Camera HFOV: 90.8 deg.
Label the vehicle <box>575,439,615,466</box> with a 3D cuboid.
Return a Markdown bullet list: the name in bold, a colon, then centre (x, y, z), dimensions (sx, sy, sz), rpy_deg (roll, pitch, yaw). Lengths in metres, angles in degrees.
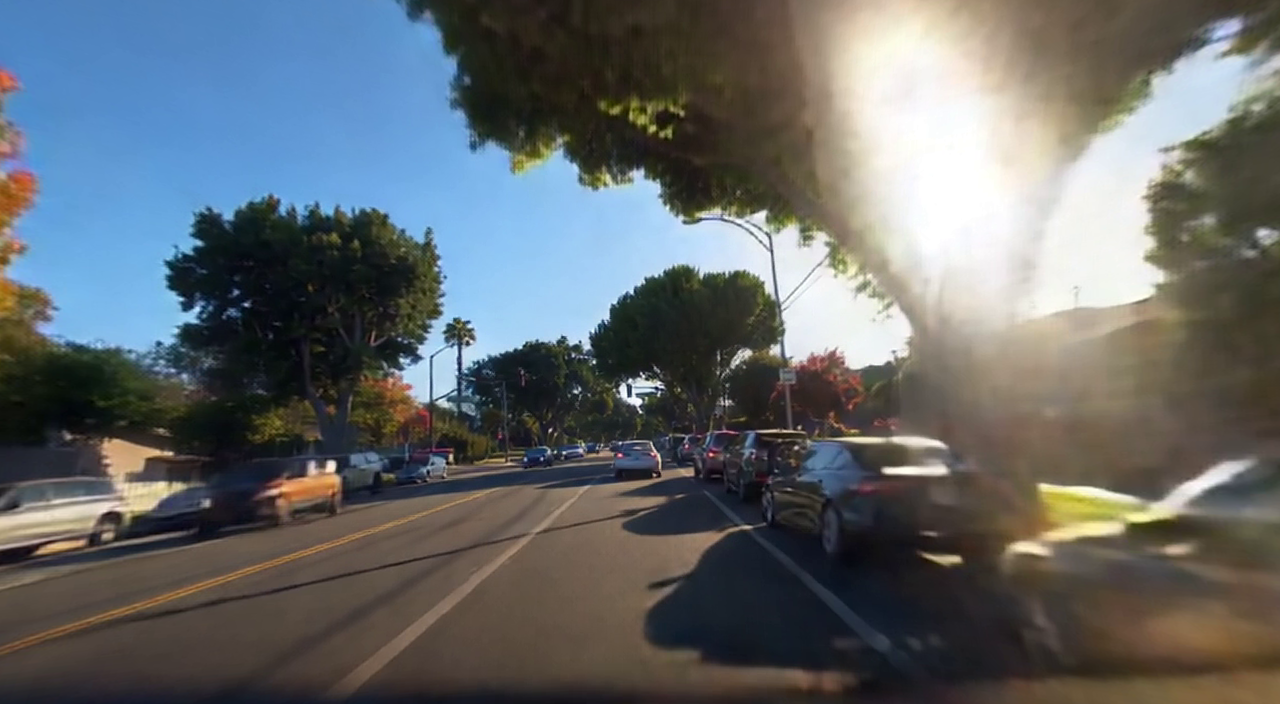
- **vehicle**: centre (-2.737, 6.214, 39.211), dimensions (2.117, 1.528, 4.277), rpy_deg (0, -8, 1)

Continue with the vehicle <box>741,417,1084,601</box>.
- **vehicle**: centre (2.637, 1.642, 7.612), dimensions (2.030, 1.505, 4.626), rpy_deg (0, -8, 0)

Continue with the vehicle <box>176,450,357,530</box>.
- **vehicle**: centre (-9.017, 3.316, 15.771), dimensions (1.918, 1.648, 4.163), rpy_deg (0, -8, 0)

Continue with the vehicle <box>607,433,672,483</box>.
- **vehicle**: centre (-0.013, 3.682, 22.233), dimensions (2.041, 1.575, 4.304), rpy_deg (0, -8, 0)

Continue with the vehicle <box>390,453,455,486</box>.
- **vehicle**: centre (-12.076, 6.543, 35.417), dimensions (2.070, 1.610, 4.356), rpy_deg (0, -8, 1)

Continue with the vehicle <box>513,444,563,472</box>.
- **vehicle**: centre (-5.803, 6.086, 36.451), dimensions (1.987, 1.478, 4.693), rpy_deg (0, -8, 1)

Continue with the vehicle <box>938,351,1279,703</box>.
- **vehicle**: centre (2.656, 0.701, 1.060), dimensions (2.079, 1.552, 4.642), rpy_deg (0, -8, 1)

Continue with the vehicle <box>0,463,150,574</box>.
- **vehicle**: centre (-12.194, 3.169, 11.843), dimensions (1.979, 1.815, 5.139), rpy_deg (-6, -8, 0)
